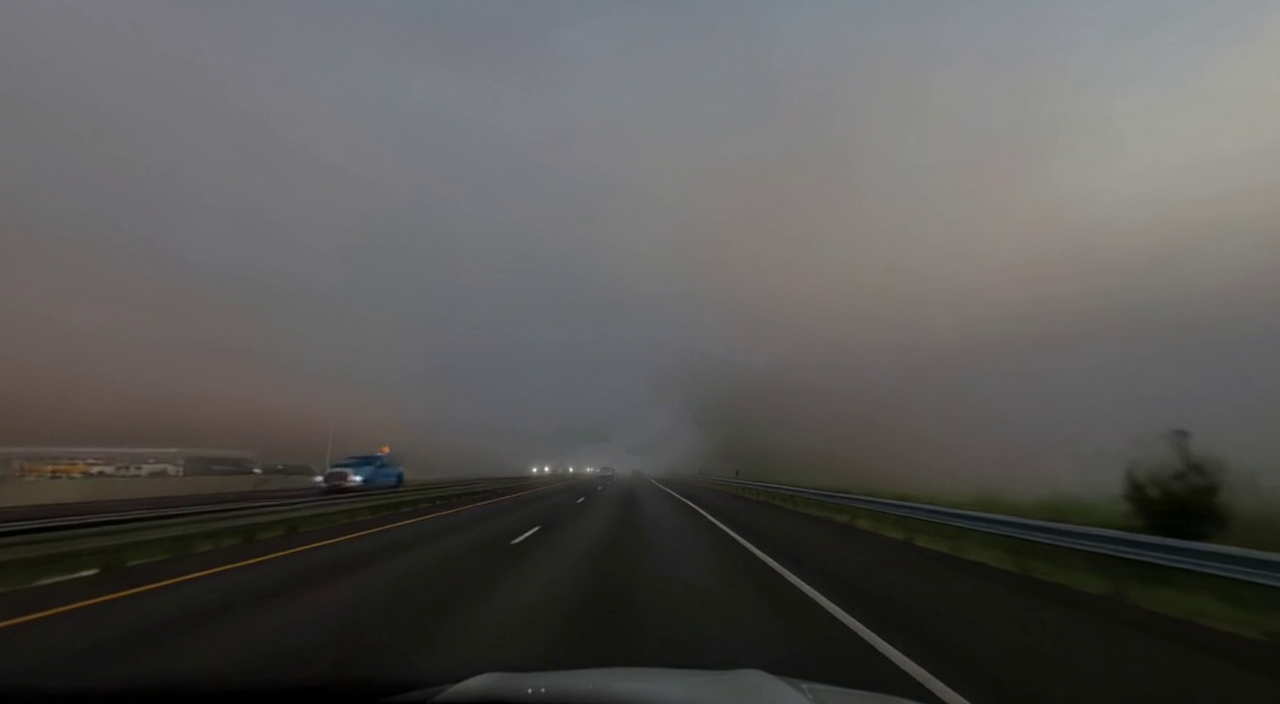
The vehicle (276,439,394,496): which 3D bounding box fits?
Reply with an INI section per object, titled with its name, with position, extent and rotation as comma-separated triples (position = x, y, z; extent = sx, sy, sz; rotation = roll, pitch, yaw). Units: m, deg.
[vehicle]
position = -12.840, 4.953, 27.015
extent = 2.398, 2.134, 4.990
rotation = 1, -10, 1
